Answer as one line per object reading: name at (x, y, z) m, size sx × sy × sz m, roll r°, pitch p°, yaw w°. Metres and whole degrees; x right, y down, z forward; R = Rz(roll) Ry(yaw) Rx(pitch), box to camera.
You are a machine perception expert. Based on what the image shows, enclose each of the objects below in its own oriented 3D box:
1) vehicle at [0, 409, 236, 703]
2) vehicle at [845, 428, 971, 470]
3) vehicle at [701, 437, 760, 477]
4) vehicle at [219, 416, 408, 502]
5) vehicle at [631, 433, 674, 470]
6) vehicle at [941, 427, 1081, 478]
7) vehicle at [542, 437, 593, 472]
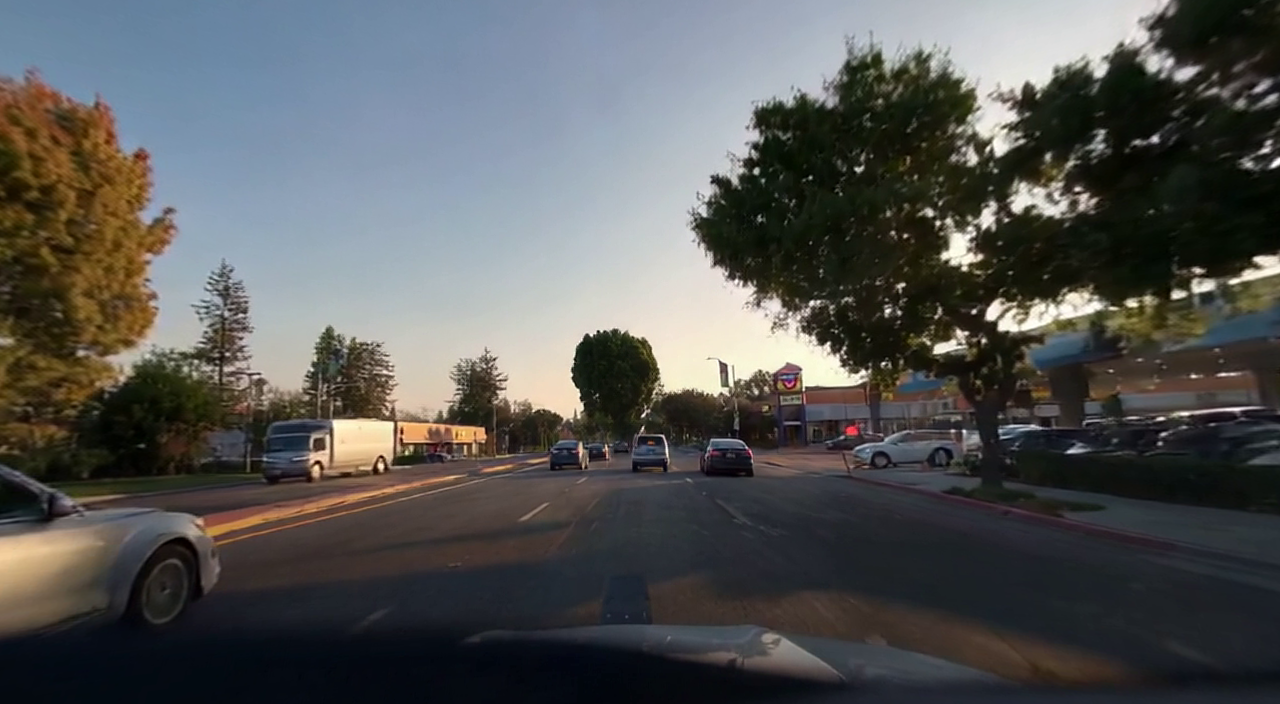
vehicle at (-4.008, 0.940, 2.479) m, size 1.908 × 1.481 × 4.351 m, roll 0°, pitch -8°, yaw 0°
vehicle at (11.725, 4.227, 27.625) m, size 4.808 × 1.712 × 2.061 m, roll -4°, pitch -10°, yaw 29°
vehicle at (3.788, 4.446, 26.947) m, size 1.922 × 1.579 × 3.642 m, roll 0°, pitch -8°, yaw -1°
vehicle at (-9.134, 3.059, 18.502) m, size 2.328 × 2.093 × 5.956 m, roll 0°, pitch -8°, yaw 0°
vehicle at (0.625, 5.304, 33.754) m, size 2.193 × 1.873 × 4.033 m, roll 0°, pitch -8°, yaw 0°
vehicle at (11.991, 3.297, 20.822) m, size 1.959 × 1.472 × 4.473 m, roll 0°, pitch -8°, yaw 1°
vehicle at (-3.620, 5.231, 32.303) m, size 2.026 × 1.665 × 4.193 m, roll 0°, pitch -8°, yaw 1°
